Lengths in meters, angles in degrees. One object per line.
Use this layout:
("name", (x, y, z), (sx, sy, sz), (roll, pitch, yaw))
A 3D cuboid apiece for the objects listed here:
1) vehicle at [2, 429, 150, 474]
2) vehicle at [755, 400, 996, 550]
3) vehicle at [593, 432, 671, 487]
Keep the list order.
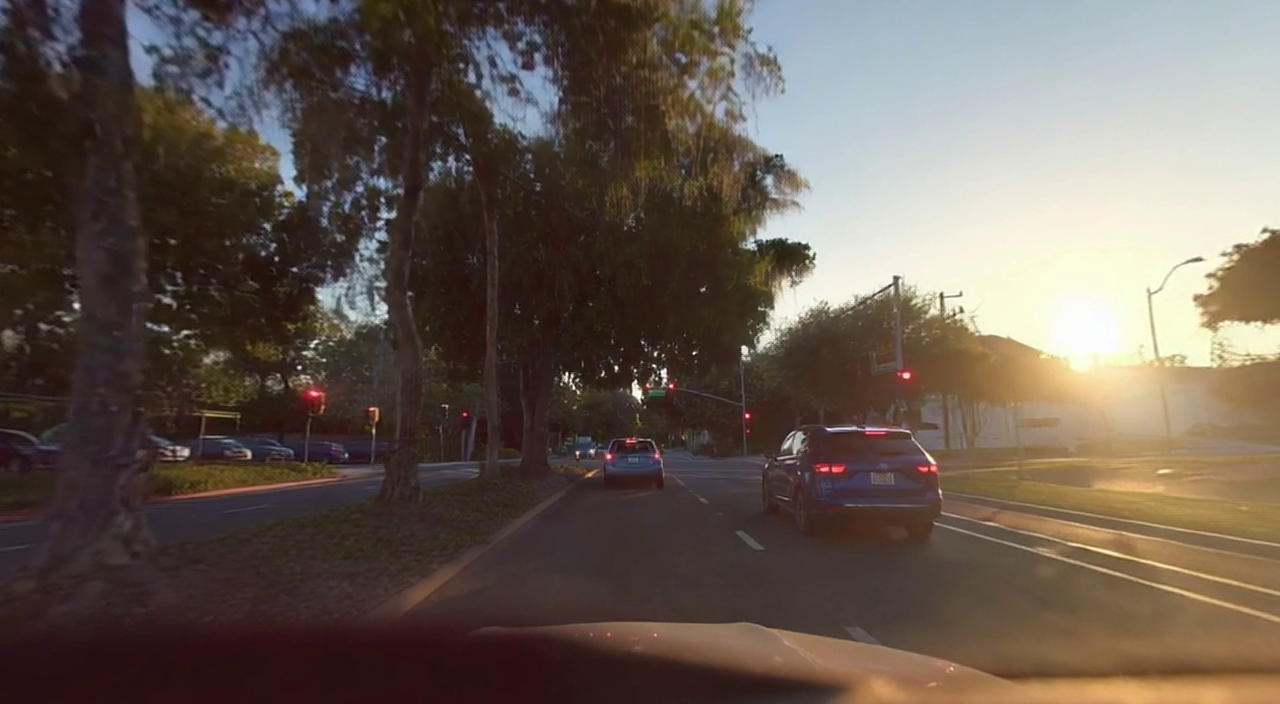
("vehicle", (-29.011, 5.108, 32.807), (5.335, 2.076, 2.209), (3, -10, -33))
("vehicle", (3.208, 1.790, 9.779), (2.046, 1.768, 4.370), (0, -8, 0))
("vehicle", (-0.232, 3.360, 20.096), (2.177, 1.512, 4.682), (0, -8, 0))
